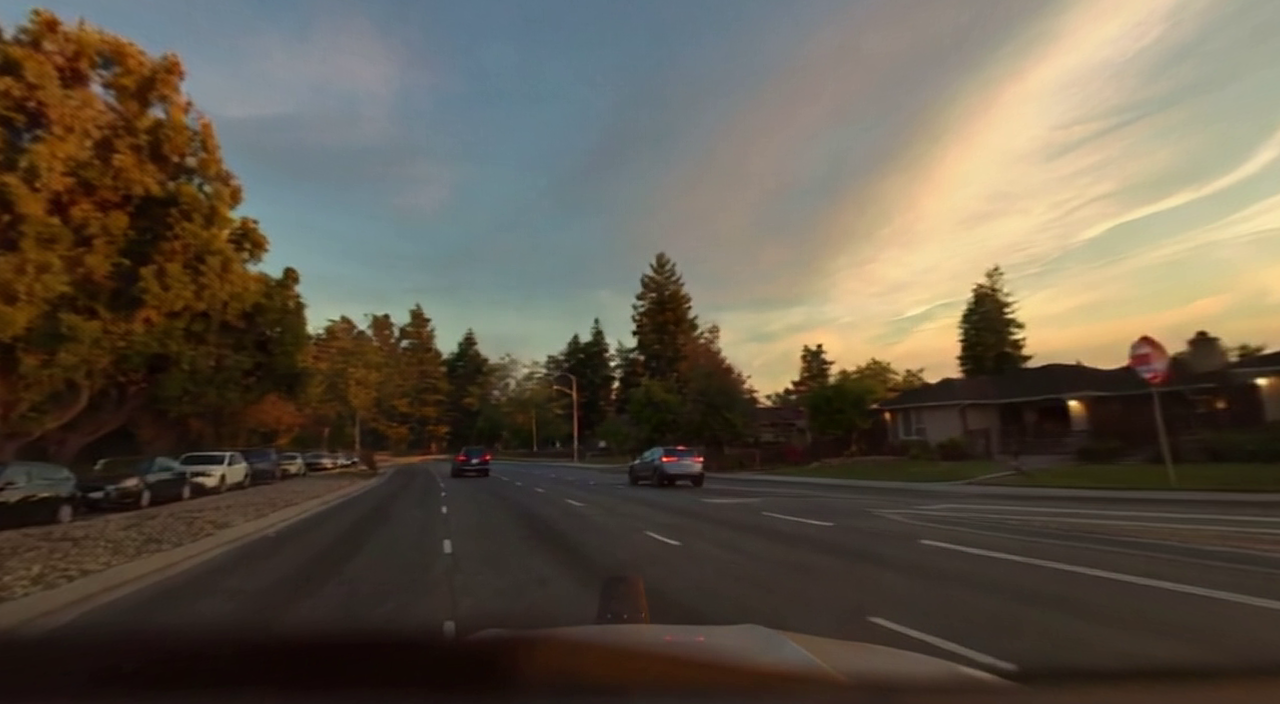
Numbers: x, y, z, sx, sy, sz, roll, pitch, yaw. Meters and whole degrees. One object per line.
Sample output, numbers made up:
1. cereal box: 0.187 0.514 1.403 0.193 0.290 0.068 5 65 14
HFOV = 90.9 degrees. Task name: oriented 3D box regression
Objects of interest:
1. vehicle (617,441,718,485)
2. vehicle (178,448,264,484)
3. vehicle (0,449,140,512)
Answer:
1. vehicle: 1.122 4.964 28.577 2.102 1.798 4.995 5 -10 -31
2. vehicle: -19.641 5.335 29.816 2.057 1.537 4.410 3 -9 -16
3. vehicle: -15.713 3.326 16.860 2.043 1.431 4.659 3 -9 -18
